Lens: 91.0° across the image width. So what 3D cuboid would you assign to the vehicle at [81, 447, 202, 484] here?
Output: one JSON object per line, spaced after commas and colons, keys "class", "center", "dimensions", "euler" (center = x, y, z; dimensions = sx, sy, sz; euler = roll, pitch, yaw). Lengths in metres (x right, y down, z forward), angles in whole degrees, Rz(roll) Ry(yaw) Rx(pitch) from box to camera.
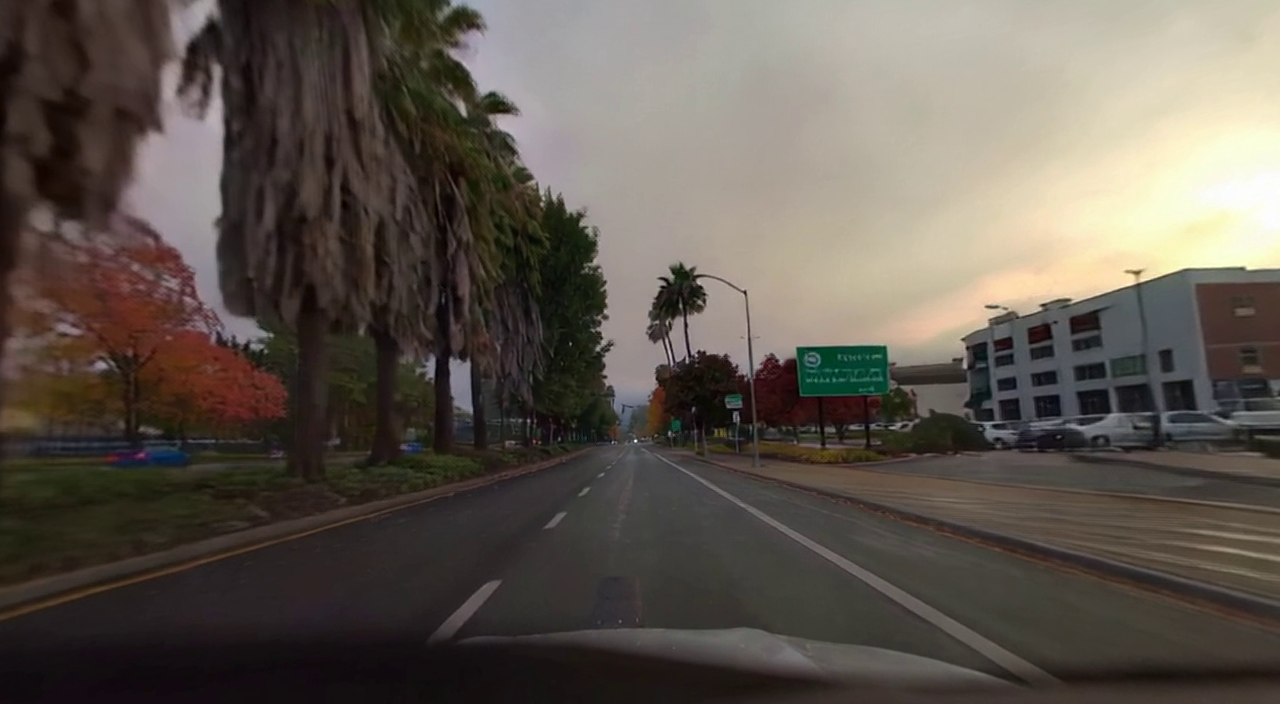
{"class": "vehicle", "center": [-22.972, 5.222, 29.314], "dimensions": [1.903, 1.510, 4.569], "euler": [1, -9, -1]}
